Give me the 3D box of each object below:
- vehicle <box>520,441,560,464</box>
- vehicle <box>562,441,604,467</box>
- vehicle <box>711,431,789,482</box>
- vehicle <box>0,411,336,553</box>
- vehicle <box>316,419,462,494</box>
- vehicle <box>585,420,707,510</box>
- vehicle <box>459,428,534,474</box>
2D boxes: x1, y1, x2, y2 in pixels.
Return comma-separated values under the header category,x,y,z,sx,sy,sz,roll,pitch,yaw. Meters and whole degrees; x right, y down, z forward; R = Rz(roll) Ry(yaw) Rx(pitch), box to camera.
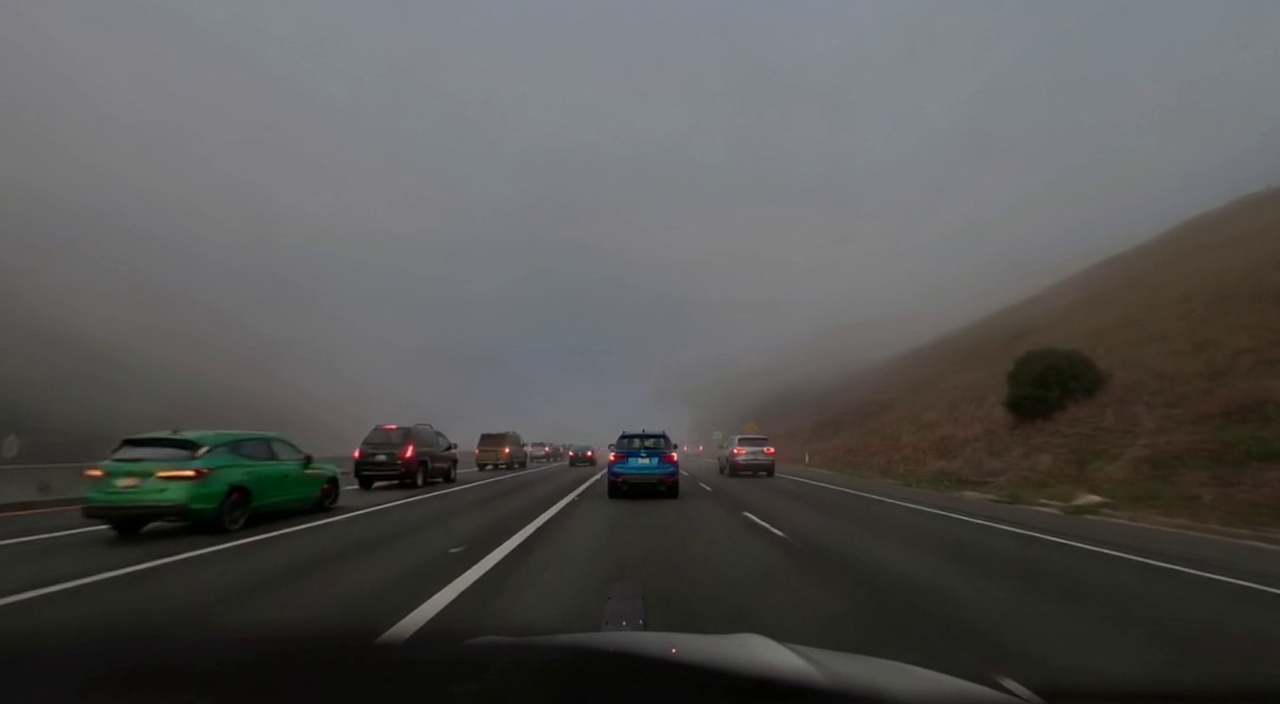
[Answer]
category,x,y,z,sx,sy,sz,roll,pitch,yaw
vehicle,-6.830,6.946,43.610,1.957,1.467,4.640,0,-9,1
vehicle,-3.366,6.128,37.919,2.108,1.442,4.143,0,-9,1
vehicle,4.096,3.994,24.273,2.092,1.723,4.629,0,-9,-1
vehicle,-6.937,1.918,9.934,2.024,1.706,4.462,0,-9,1
vehicle,-7.276,3.128,19.044,2.230,1.928,5.112,0,-9,1
vehicle,0.134,2.611,14.907,2.447,1.804,4.273,0,-9,0
vehicle,-6.687,4.712,30.056,2.294,1.982,5.040,0,-9,1
